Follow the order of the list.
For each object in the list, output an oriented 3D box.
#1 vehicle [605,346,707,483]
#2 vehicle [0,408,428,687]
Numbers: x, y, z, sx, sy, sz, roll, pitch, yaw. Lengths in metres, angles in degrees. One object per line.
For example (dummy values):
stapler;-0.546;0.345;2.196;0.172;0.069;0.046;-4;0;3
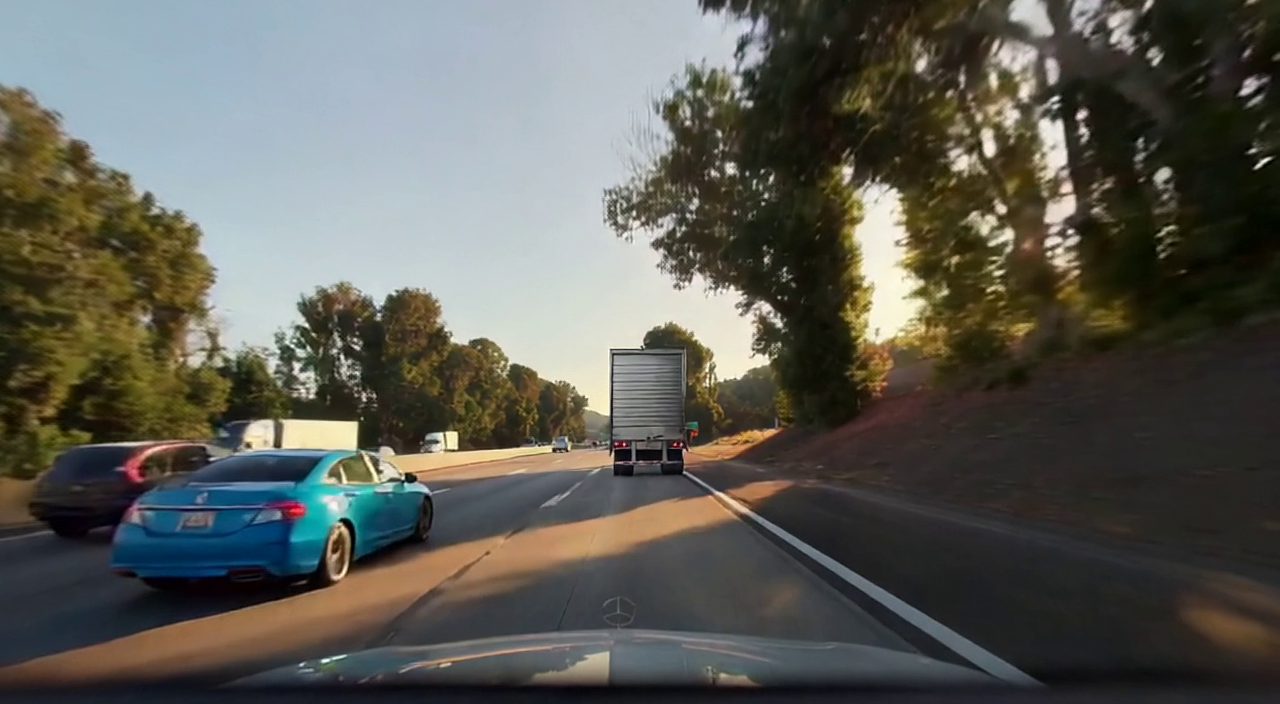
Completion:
vehicle;0.442;2.641;24.564;3.073;4.196;10.546;0;-8;0
vehicle;-3.586;1.397;5.696;1.854;1.530;4.268;0;-8;0
